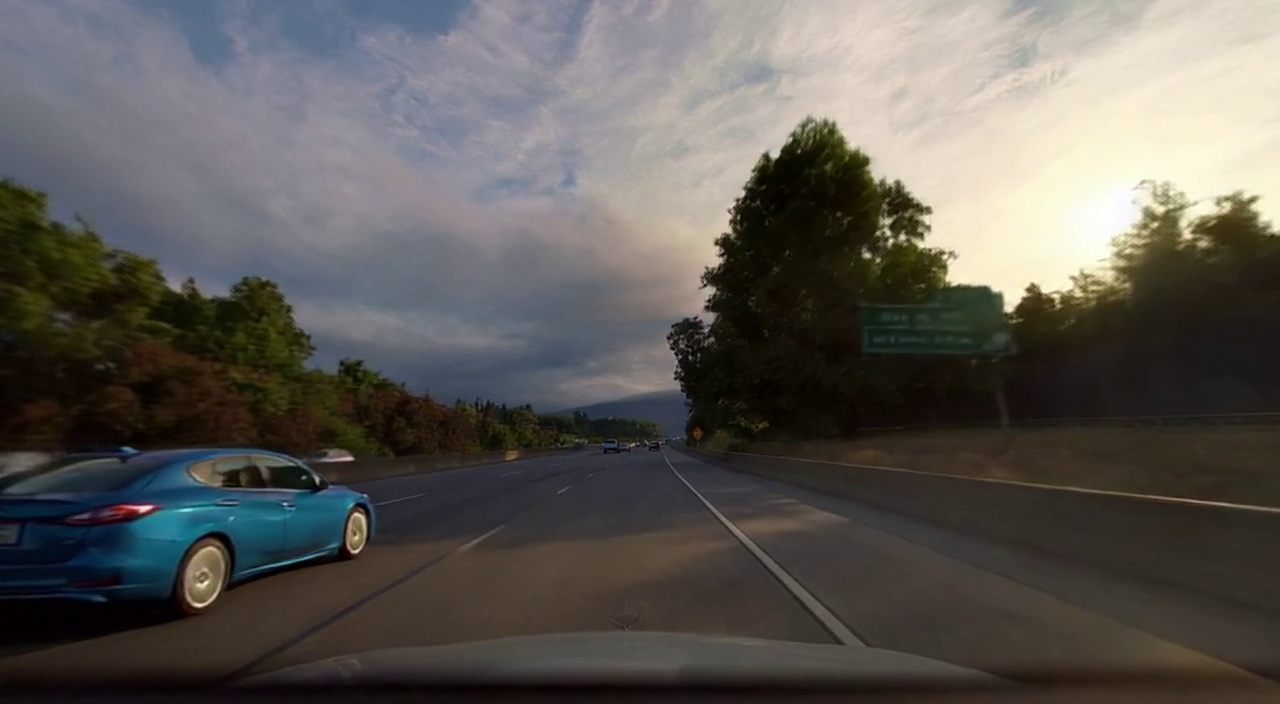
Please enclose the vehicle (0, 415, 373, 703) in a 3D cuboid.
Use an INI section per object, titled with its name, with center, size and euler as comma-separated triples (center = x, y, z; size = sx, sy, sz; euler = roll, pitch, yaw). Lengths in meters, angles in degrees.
[vehicle]
center = -4.187, 1.343, 5.117
size = 1.996, 1.454, 4.495
euler = 0, -8, 1
